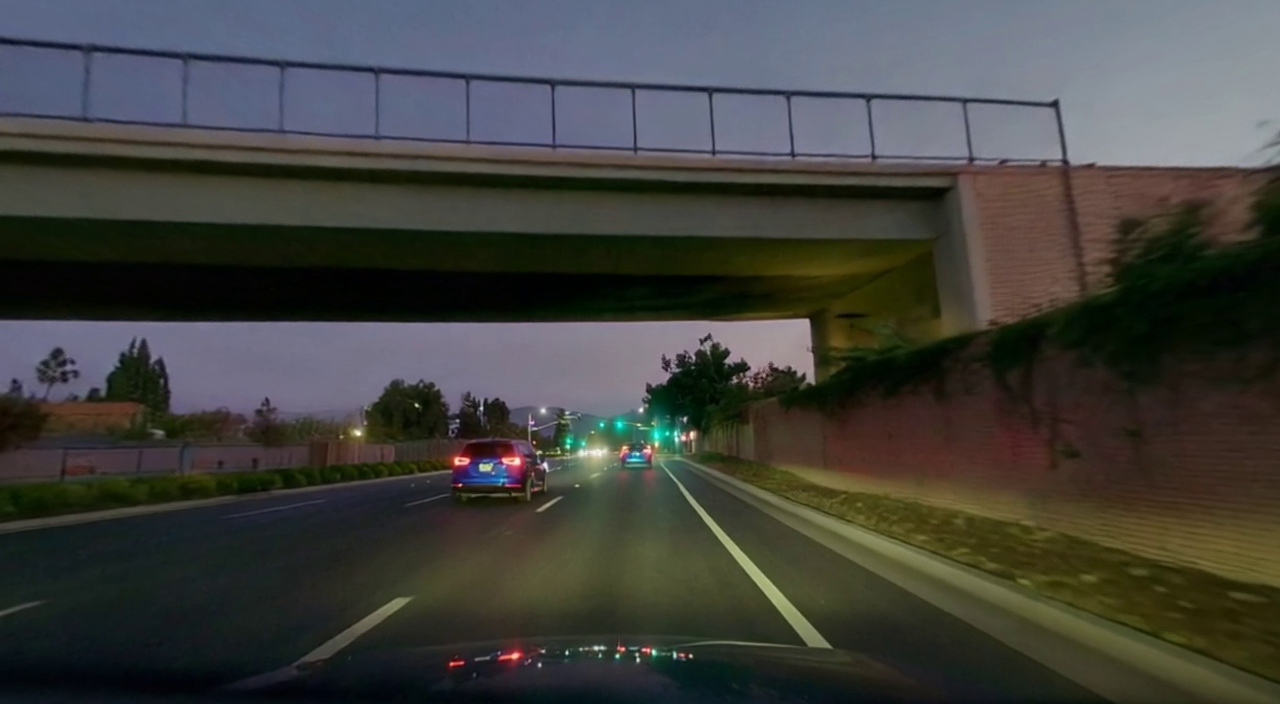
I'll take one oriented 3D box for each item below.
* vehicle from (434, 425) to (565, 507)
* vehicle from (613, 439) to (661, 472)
[{"bbox_3d":[-3.368,2.860,16.260,2.223,1.771,4.581,0,-9,1],"label":"vehicle"},{"bbox_3d":[-0.183,5.091,31.254,2.205,1.509,4.272,0,-9,-1],"label":"vehicle"}]
